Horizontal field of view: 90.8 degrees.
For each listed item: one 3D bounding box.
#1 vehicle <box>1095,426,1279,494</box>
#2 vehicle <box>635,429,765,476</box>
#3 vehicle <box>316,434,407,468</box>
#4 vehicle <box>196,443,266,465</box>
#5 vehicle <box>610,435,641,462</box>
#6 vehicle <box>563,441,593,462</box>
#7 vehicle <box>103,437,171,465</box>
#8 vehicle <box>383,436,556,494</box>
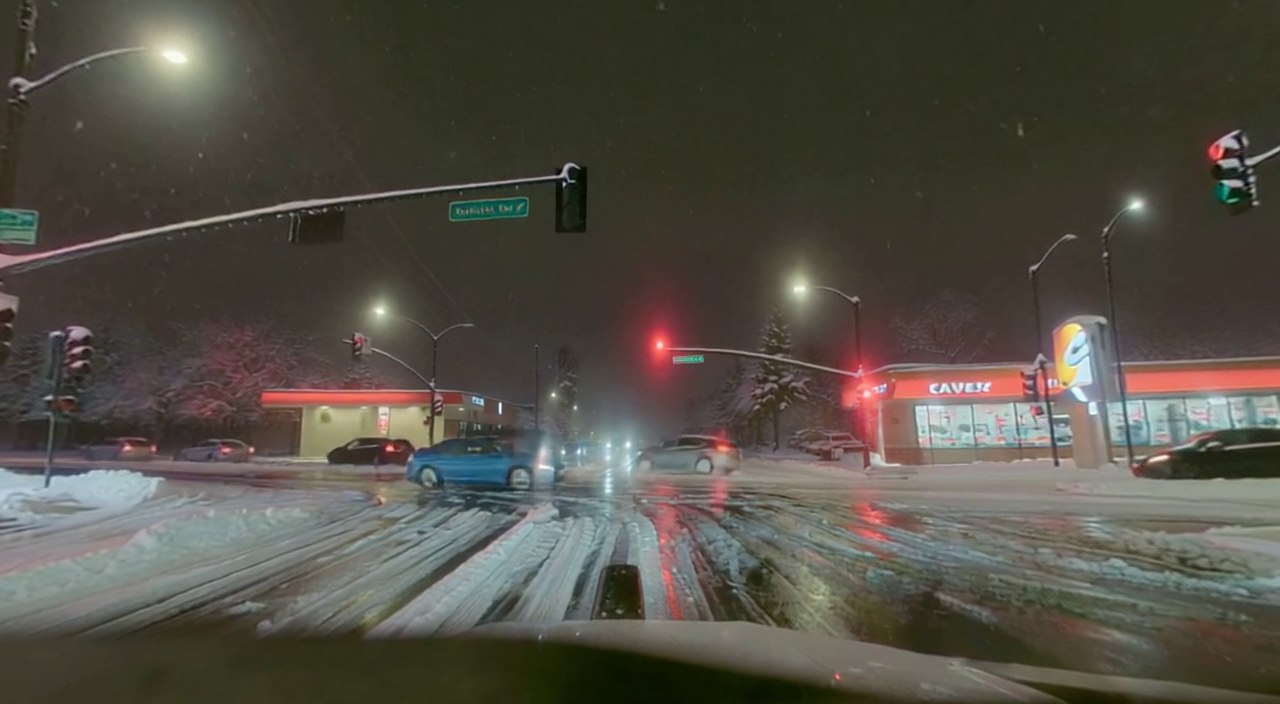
[{"bbox_3d":[14.211,2.601,15.365,4.681,1.495,2.096,-4,-9,25],"label":"vehicle"},{"bbox_3d":[2.282,3.854,24.380,4.568,1.643,1.911,-4,-9,26],"label":"vehicle"},{"bbox_3d":[-14.716,5.226,33.326,4.562,1.676,1.819,-5,-9,27],"label":"vehicle"},{"bbox_3d":[-28.520,7.086,44.030,4.801,1.466,1.830,-5,-9,27],"label":"vehicle"},{"bbox_3d":[-1.114,6.927,45.454,2.083,1.764,5.011,0,-8,-3],"label":"vehicle"},{"bbox_3d":[-4.604,7.458,47.572,2.003,1.481,4.091,0,-8,-2],"label":"vehicle"},{"bbox_3d":[-34.163,6.715,42.915,4.311,1.742,1.864,-5,-9,27],"label":"vehicle"},{"bbox_3d":[-4.851,3.138,17.877,4.670,1.458,1.959,-5,-10,30],"label":"vehicle"}]
